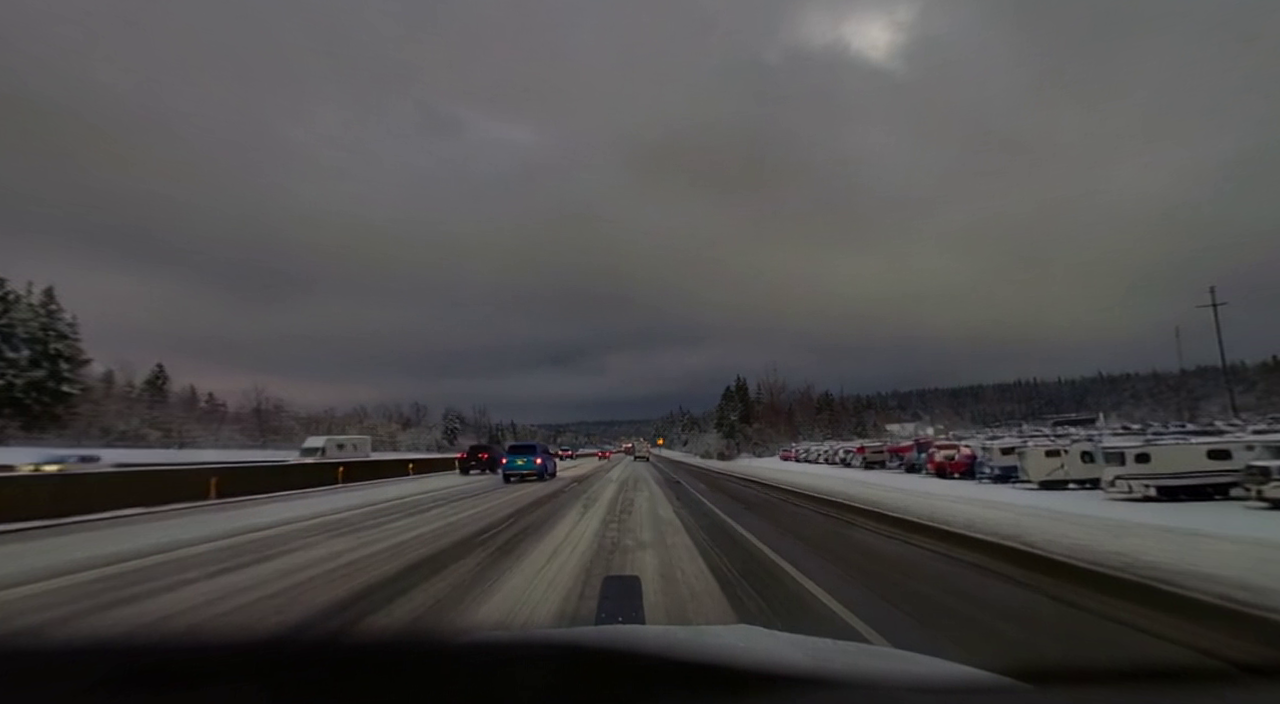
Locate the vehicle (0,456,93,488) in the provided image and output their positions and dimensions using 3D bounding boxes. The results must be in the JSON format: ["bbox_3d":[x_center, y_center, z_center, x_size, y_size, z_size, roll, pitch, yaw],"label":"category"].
[{"bbox_3d":[-33.274,6.542,34.682,1.869,1.517,4.794,0,-9,1],"label":"vehicle"}]

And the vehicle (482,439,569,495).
[{"bbox_3d":[-3.754,3.853,21.445,2.070,1.665,4.213,0,-9,2],"label":"vehicle"}]

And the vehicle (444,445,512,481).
[{"bbox_3d":[-7.496,5.161,29.647,1.991,1.538,4.360,0,-9,1],"label":"vehicle"}]
